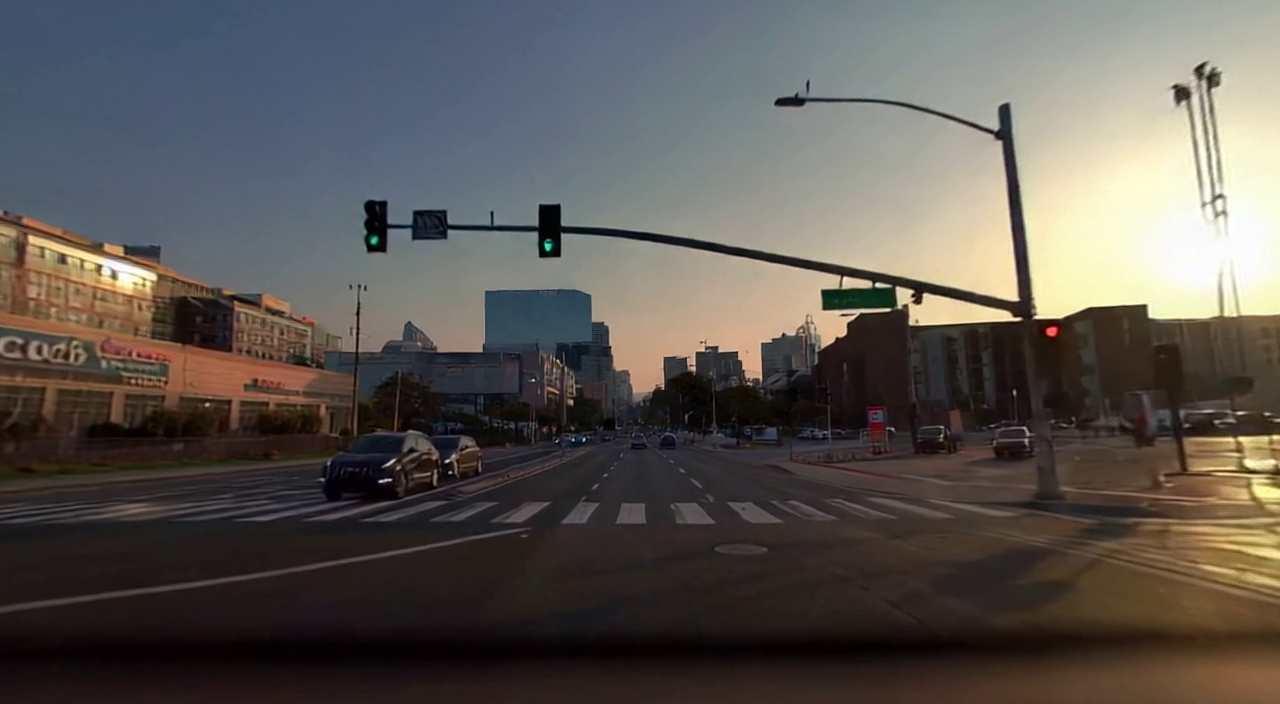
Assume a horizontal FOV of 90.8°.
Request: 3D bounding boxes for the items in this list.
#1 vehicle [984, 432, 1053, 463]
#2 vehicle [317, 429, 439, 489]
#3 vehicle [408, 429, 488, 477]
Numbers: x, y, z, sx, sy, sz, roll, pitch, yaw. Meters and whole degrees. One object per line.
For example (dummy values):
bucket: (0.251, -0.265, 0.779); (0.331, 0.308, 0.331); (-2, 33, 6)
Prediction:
vehicle: (20.235, 5.075, 33.690); (2.094, 1.488, 4.433); (-8, -11, 43)
vehicle: (-8.484, 3.479, 21.068); (1.946, 1.710, 5.044); (-1, -8, 0)
vehicle: (-8.364, 4.414, 28.032); (2.037, 1.799, 4.928); (-3, -7, 0)
